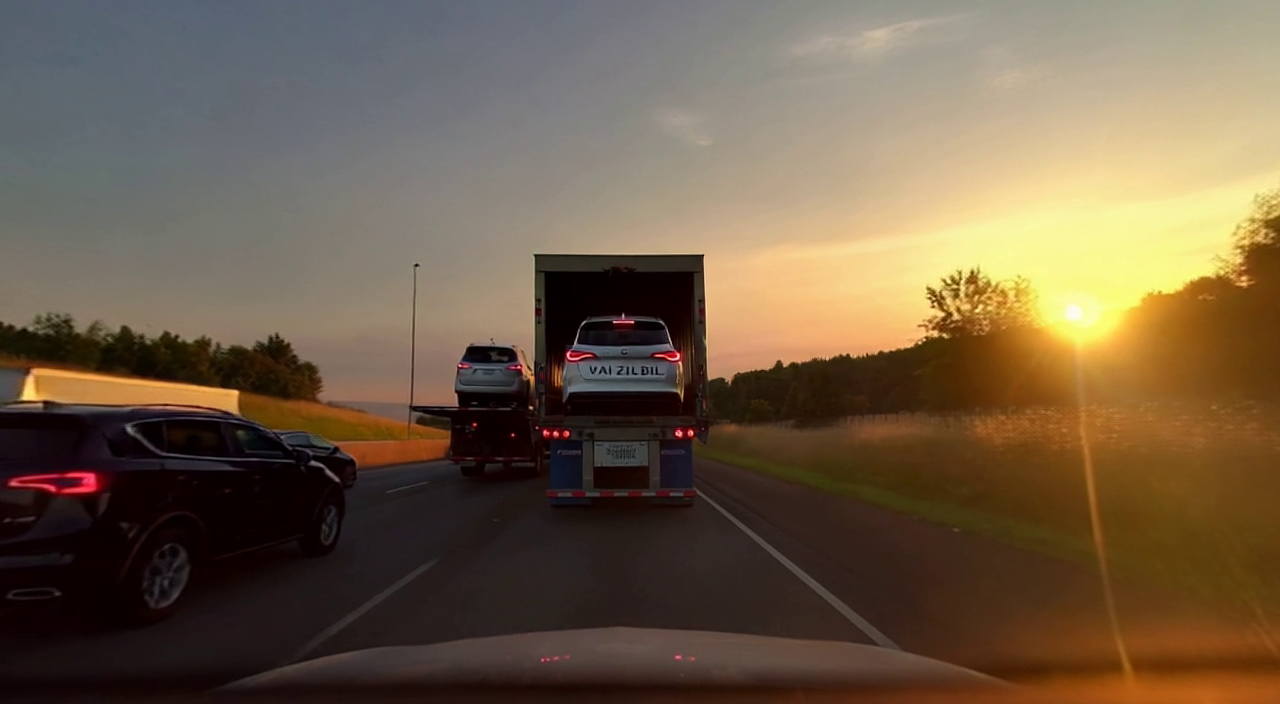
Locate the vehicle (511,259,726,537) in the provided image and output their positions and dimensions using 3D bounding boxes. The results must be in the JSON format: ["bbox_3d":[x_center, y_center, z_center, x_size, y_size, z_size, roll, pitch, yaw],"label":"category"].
[{"bbox_3d":[-0.428,1.150,12.863,2.738,3.628,9.223,0,-7,-2],"label":"vehicle"}]

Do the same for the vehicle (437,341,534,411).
[{"bbox_3d":[-4.732,0.876,20.061,2.118,1.799,4.591,0,-7,-3],"label":"vehicle"}]

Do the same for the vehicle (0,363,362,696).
[{"bbox_3d":[-4.237,1.168,5.289,1.914,1.675,4.331,0,-7,-2],"label":"vehicle"}]
